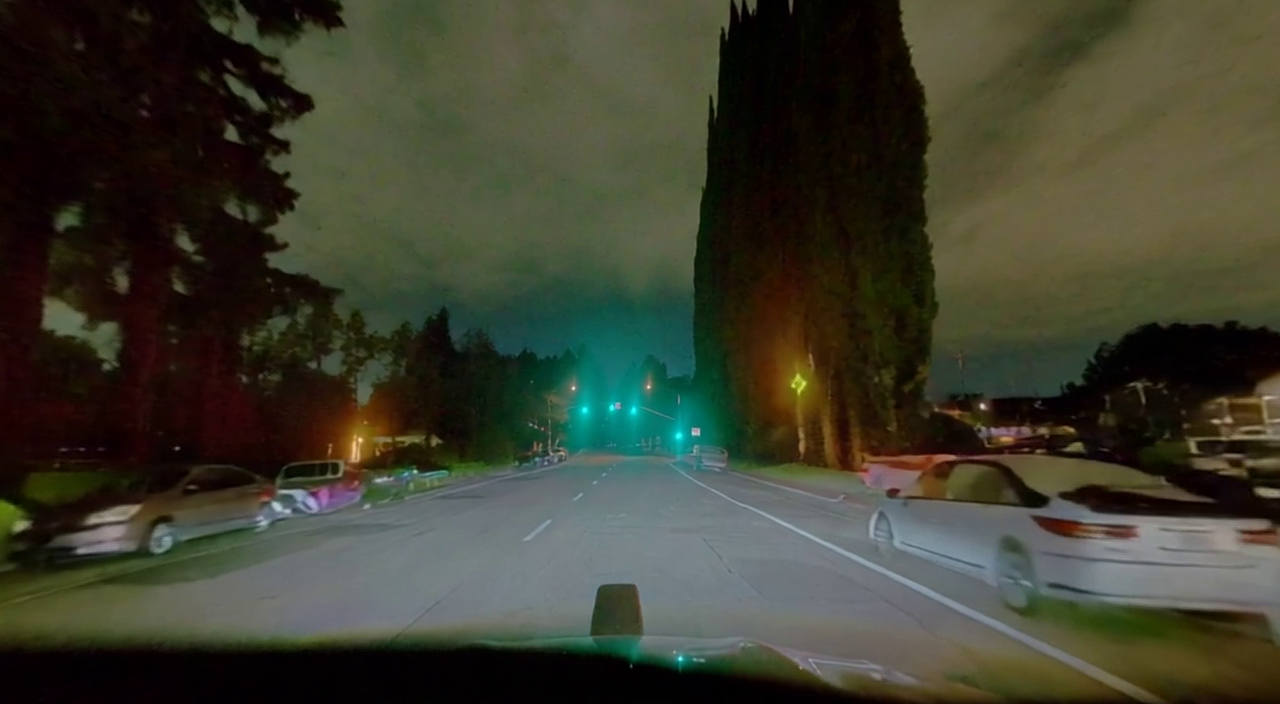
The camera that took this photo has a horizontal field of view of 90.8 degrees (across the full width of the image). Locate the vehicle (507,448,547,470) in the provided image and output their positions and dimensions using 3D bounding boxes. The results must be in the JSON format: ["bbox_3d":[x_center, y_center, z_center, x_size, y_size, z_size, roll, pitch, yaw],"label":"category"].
[{"bbox_3d":[-8.109,7.675,45.591,2.083,1.454,4.603,0,-8,-1],"label":"vehicle"}]

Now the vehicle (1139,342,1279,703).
[{"bbox_3d":[3.968,0.570,0.917,2.148,1.777,5.196,0,-8,-1],"label":"vehicle"}]

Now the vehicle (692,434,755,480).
[{"bbox_3d":[3.699,4.756,28.876,2.034,1.906,4.653,0,-8,-2],"label":"vehicle"}]

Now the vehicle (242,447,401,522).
[{"bbox_3d":[-7.737,3.202,15.858,1.965,1.501,3.892,-1,-7,0],"label":"vehicle"}]

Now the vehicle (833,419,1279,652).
[{"bbox_3d":[3.821,1.623,6.652,2.069,1.494,4.620,3,-9,-1],"label":"vehicle"}]

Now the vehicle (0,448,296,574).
[{"bbox_3d":[-7.694,2.341,10.195,2.013,1.550,4.290,0,-8,-3],"label":"vehicle"}]
